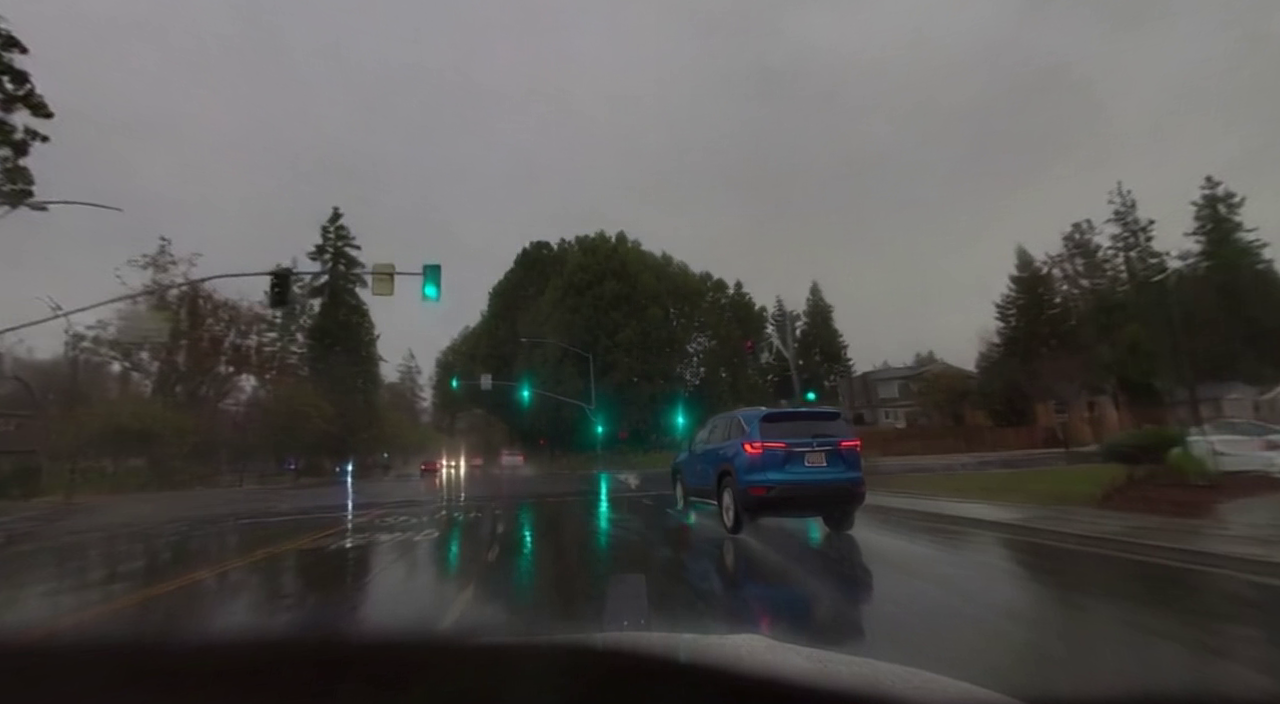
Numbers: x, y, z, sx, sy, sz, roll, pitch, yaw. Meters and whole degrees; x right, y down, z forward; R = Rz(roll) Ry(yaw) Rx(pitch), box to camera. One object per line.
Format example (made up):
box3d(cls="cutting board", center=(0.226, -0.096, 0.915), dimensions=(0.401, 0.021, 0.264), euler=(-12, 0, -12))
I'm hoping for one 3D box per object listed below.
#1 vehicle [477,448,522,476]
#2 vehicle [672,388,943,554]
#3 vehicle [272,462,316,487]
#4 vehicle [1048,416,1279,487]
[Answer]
box3d(cls="vehicle", center=(-9.277, 7.156, 41.332), dimensions=(2.138, 1.729, 4.178), euler=(3, -9, -22))
box3d(cls="vehicle", center=(2.311, 1.914, 10.889), dimensions=(2.338, 2.063, 5.592), euler=(1, -9, -10))
box3d(cls="vehicle", center=(-25.208, 8.927, 46.042), dimensions=(1.955, 1.509, 4.640), euler=(-1, -8, -18))
box3d(cls="vehicle", center=(12.385, 2.361, 15.044), dimensions=(3.823, 1.527, 1.986), euler=(-1, -9, 1))
